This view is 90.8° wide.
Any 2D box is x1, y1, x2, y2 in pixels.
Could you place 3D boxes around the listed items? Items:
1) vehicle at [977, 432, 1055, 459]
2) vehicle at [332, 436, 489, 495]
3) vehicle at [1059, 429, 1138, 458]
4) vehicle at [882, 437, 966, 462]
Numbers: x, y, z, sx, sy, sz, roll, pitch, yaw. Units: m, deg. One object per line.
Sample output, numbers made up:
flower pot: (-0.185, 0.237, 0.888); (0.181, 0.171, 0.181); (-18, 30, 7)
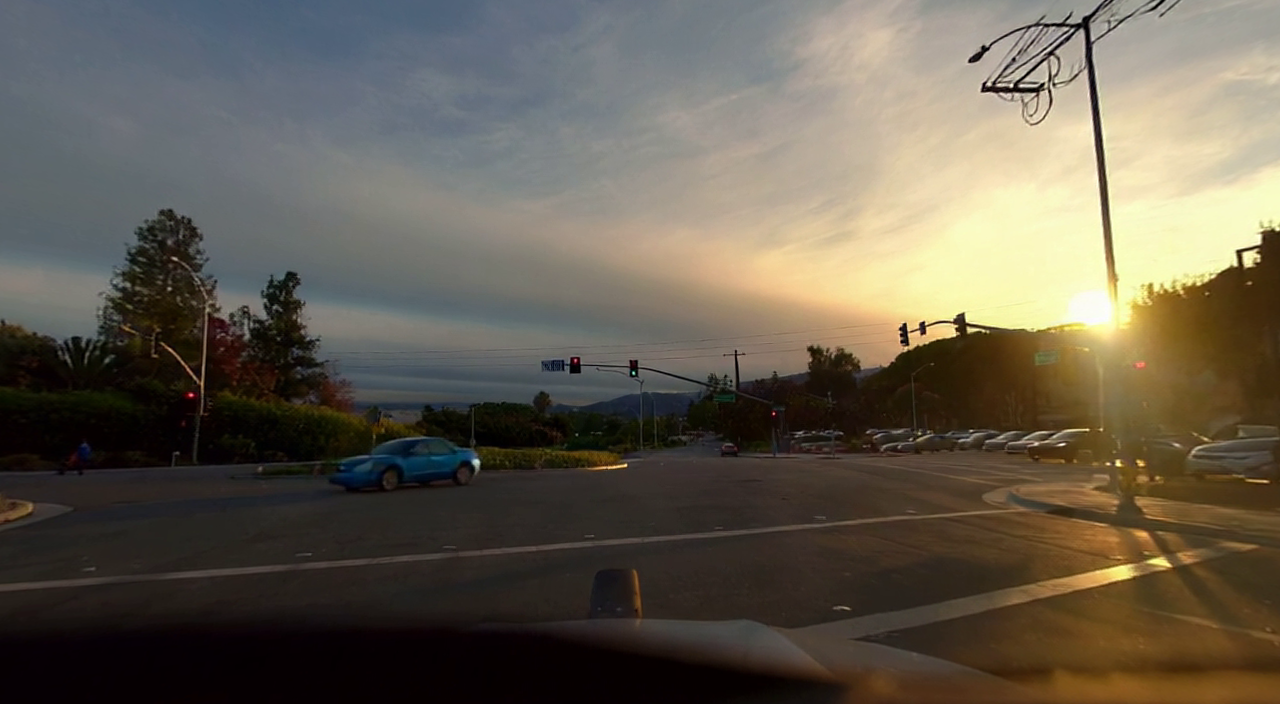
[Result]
vehicle: (26.957, 6.721, 45.240); (5.032, 1.828, 2.183); (4, -9, -24)
vehicle: (-6.502, 3.215, 18.276); (1.740, 1.500, 3.896); (-6, -11, 35)
vehicle: (36.102, 7.198, 49.712); (6.148, 2.119, 2.473); (4, -10, -28)
vehicle: (18.709, 6.424, 41.607); (5.234, 1.549, 1.982); (4, -9, -24)
